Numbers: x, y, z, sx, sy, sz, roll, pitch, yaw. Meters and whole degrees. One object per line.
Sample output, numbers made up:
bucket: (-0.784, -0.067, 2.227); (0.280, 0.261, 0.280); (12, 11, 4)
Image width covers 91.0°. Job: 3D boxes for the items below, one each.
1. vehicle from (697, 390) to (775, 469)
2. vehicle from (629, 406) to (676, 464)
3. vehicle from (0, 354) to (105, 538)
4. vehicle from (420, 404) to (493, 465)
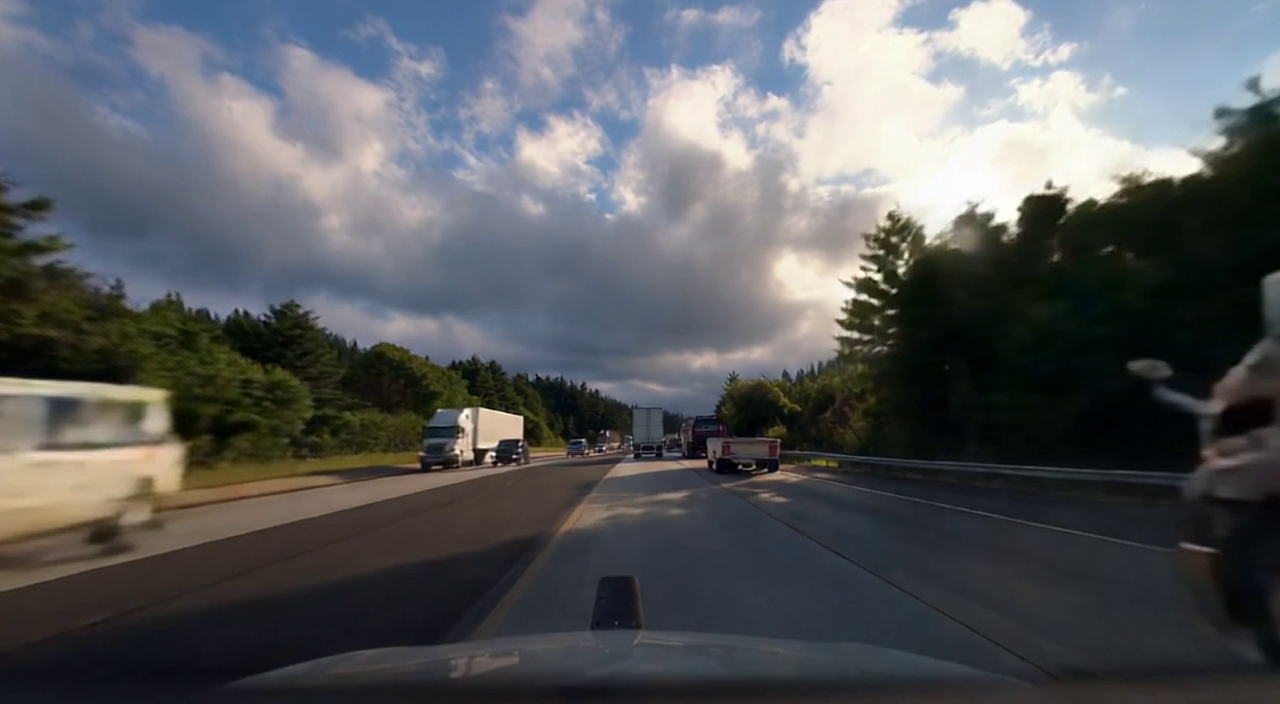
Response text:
vehicle: (4.673, 3.979, 31.993); (2.956, 3.604, 6.277); (0, -8, 0)
vehicle: (0.678, 5.294, 39.988); (2.644, 3.247, 7.454); (0, -8, -1)
vehicle: (-8.769, 0.880, 5.698); (2.193, 2.189, 6.439); (0, -8, 0)
vehicle: (-12.685, 5.823, 44.217); (2.939, 3.930, 6.425); (-1, -8, 2)
